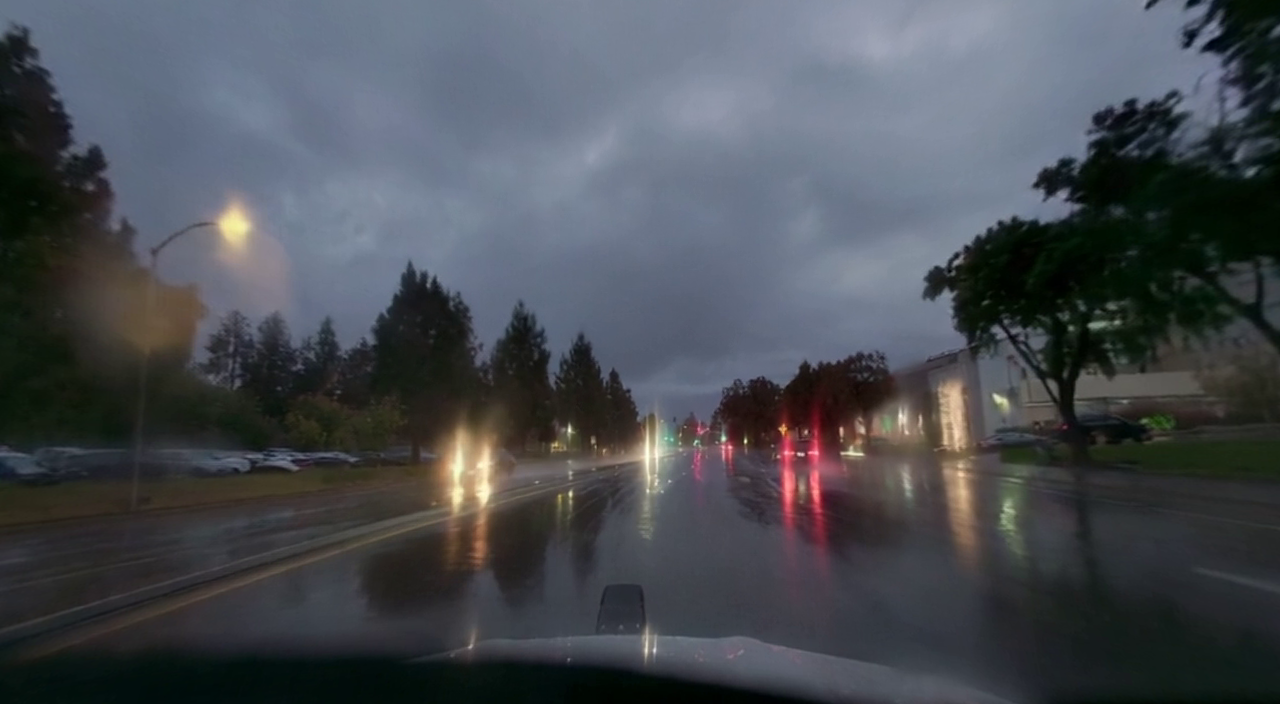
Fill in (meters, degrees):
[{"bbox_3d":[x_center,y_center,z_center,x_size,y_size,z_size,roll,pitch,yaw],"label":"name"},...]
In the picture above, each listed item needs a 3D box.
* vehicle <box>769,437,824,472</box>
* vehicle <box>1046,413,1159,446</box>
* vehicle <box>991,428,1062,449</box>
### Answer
[{"bbox_3d":[7.832,5.154,32.021,2.181,1.639,4.127,-1,-9,7],"label":"vehicle"},{"bbox_3d":[25.945,4.408,35.599,4.440,1.725,2.255,-2,-9,8],"label":"vehicle"},{"bbox_3d":[27.637,6.212,45.211,3.881,1.410,1.702,-1,-9,5],"label":"vehicle"}]
